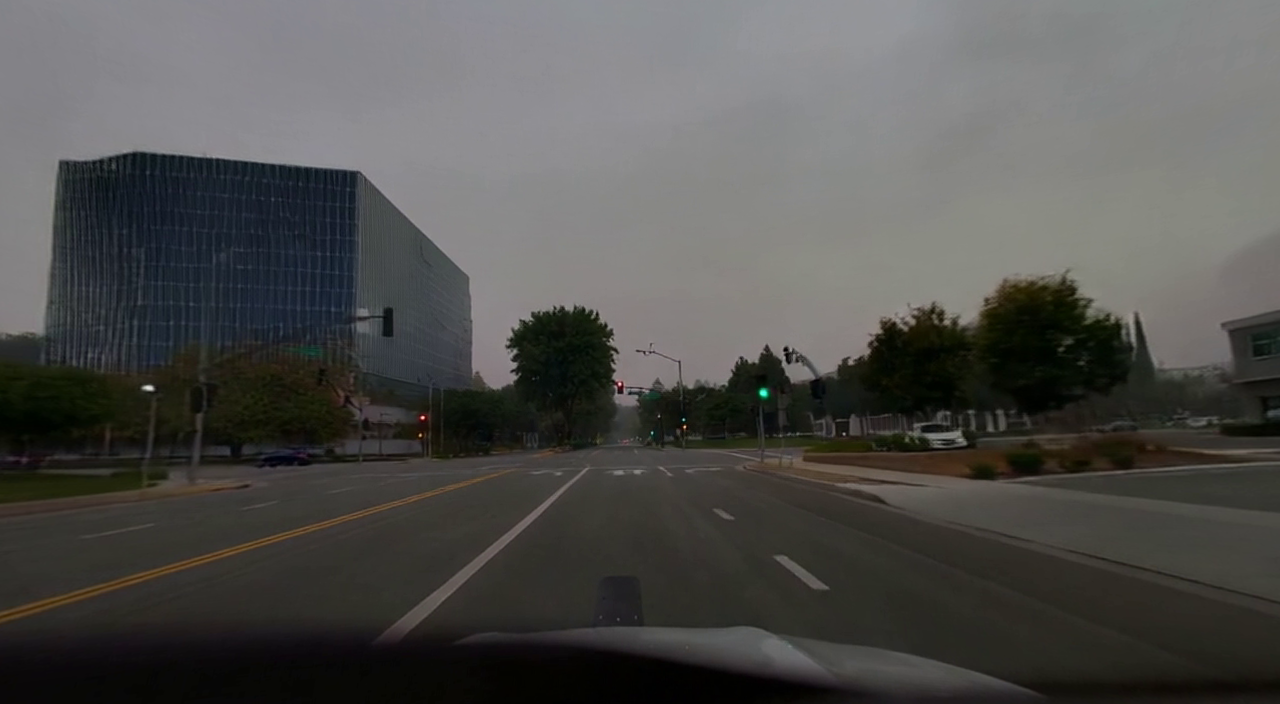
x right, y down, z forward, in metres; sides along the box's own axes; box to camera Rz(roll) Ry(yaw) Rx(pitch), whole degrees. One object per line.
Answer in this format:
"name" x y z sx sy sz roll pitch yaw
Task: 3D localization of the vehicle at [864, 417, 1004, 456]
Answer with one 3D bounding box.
"vehicle" 11.840 3.428 25.731 4.670 1.476 2.042 0 -8 0
